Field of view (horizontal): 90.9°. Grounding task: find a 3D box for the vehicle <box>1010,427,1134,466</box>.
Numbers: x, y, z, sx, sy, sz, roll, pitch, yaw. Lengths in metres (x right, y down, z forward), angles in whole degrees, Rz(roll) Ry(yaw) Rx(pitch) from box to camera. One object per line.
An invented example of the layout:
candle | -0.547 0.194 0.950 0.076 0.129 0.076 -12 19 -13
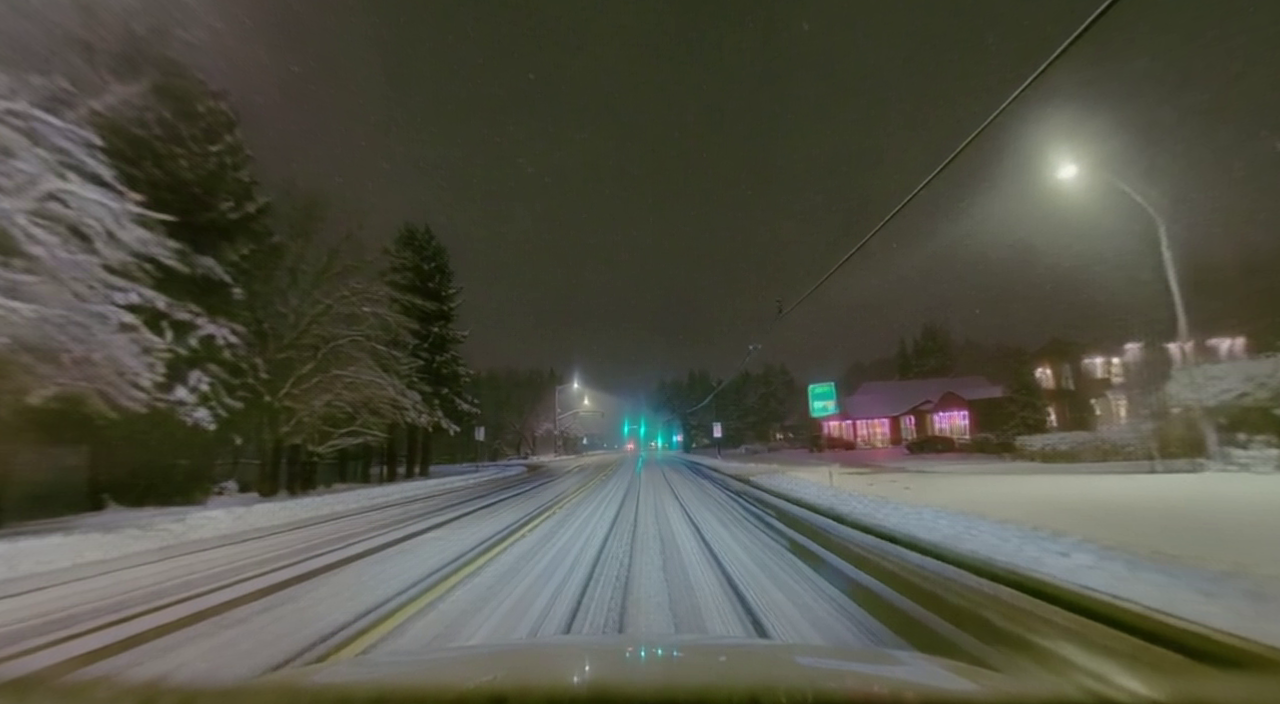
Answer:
vehicle | 20.216 4.452 29.658 4.151 1.730 2.131 0 -9 3
